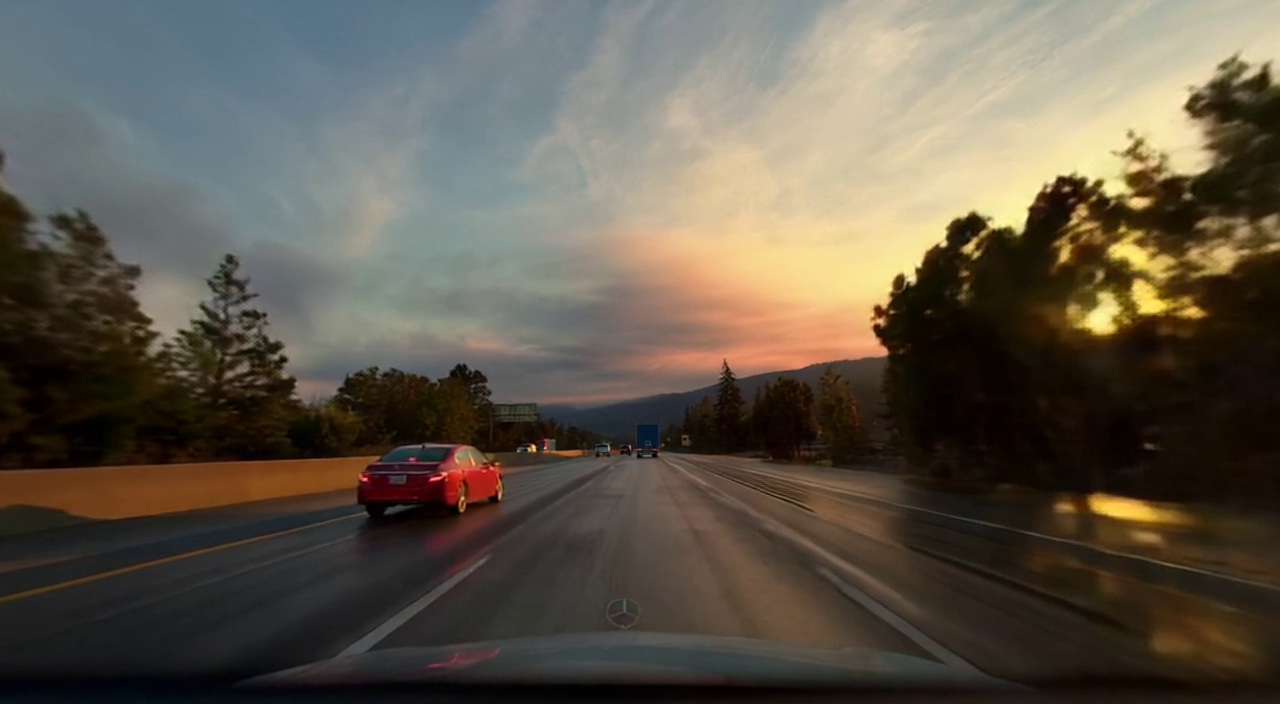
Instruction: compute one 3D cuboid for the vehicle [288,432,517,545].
[{"bbox_3d":[-3.768,2.273,11.219,1.999,1.533,4.870,-1,-9,3],"label":"vehicle"}]
